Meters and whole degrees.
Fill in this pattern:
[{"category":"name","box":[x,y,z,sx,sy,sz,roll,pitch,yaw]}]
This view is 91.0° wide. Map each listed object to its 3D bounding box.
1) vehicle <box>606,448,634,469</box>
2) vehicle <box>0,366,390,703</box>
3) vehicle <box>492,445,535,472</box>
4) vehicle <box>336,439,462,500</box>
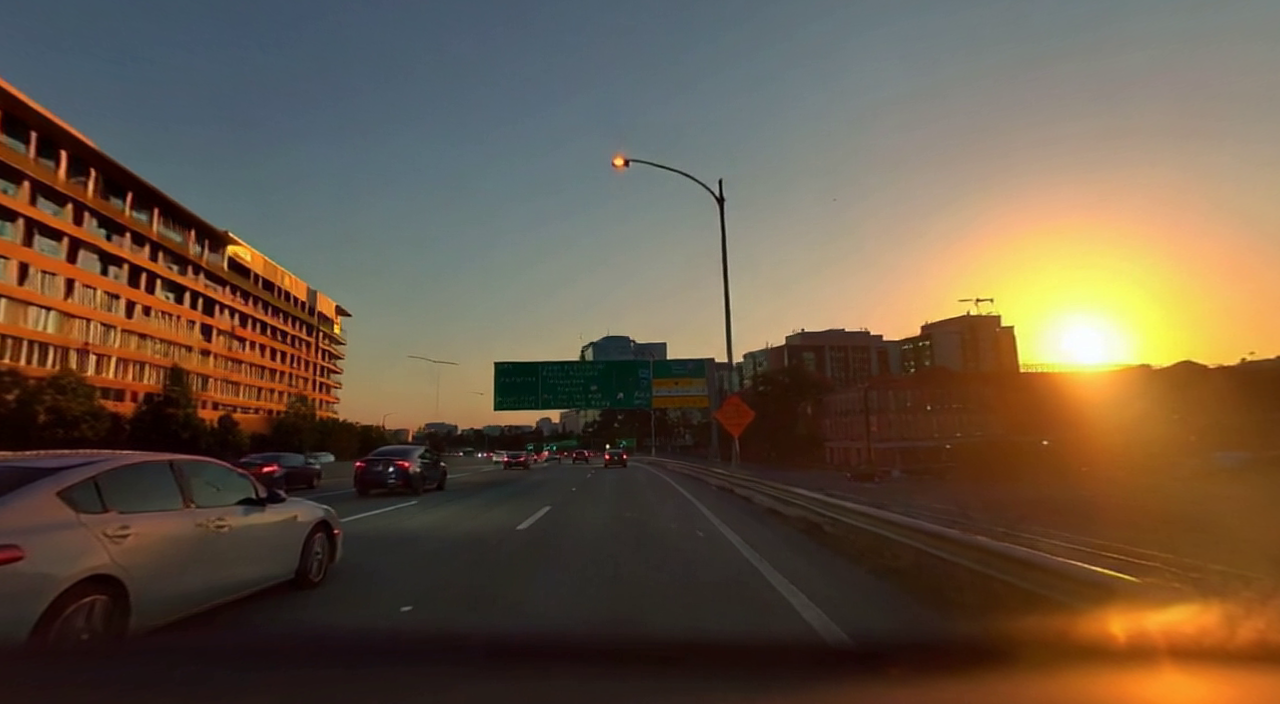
[{"category":"vehicle","box":[-1.557,8.183,48.761,2.110,1.501,4.319,0,-9,-2]},{"category":"vehicle","box":[-3.733,1.182,4.352,2.036,1.717,4.592,0,-9,1]},{"category":"vehicle","box":[-8.465,7.150,42.617,2.065,1.689,4.399,0,-9,-1]},{"category":"vehicle","box":[-7.302,3.592,19.707,2.075,1.642,4.638,0,-9,1]}]
